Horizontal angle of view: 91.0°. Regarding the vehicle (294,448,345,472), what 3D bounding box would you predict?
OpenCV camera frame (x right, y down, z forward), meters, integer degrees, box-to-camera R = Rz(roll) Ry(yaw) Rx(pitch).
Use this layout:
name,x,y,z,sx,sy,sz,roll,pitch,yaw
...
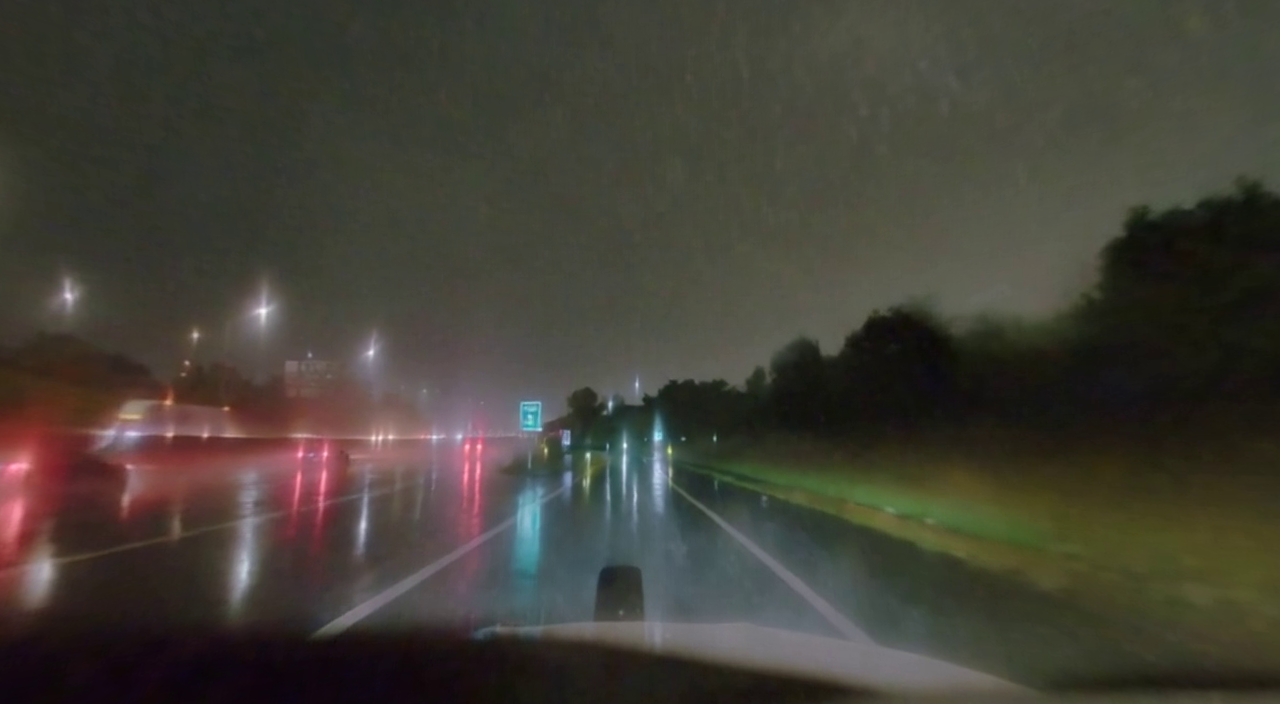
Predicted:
name,x,y,z,sx,sy,sz,roll,pitch,yaw
vehicle,-24.825,8.379,48.924,2.093,1.735,4.285,1,-9,-6

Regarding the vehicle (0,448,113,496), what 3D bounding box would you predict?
name,x,y,z,sx,sy,sz,roll,pitch,yaw
vehicle,-25.702,5.020,26.769,2.220,1.806,5.471,1,-9,-6
